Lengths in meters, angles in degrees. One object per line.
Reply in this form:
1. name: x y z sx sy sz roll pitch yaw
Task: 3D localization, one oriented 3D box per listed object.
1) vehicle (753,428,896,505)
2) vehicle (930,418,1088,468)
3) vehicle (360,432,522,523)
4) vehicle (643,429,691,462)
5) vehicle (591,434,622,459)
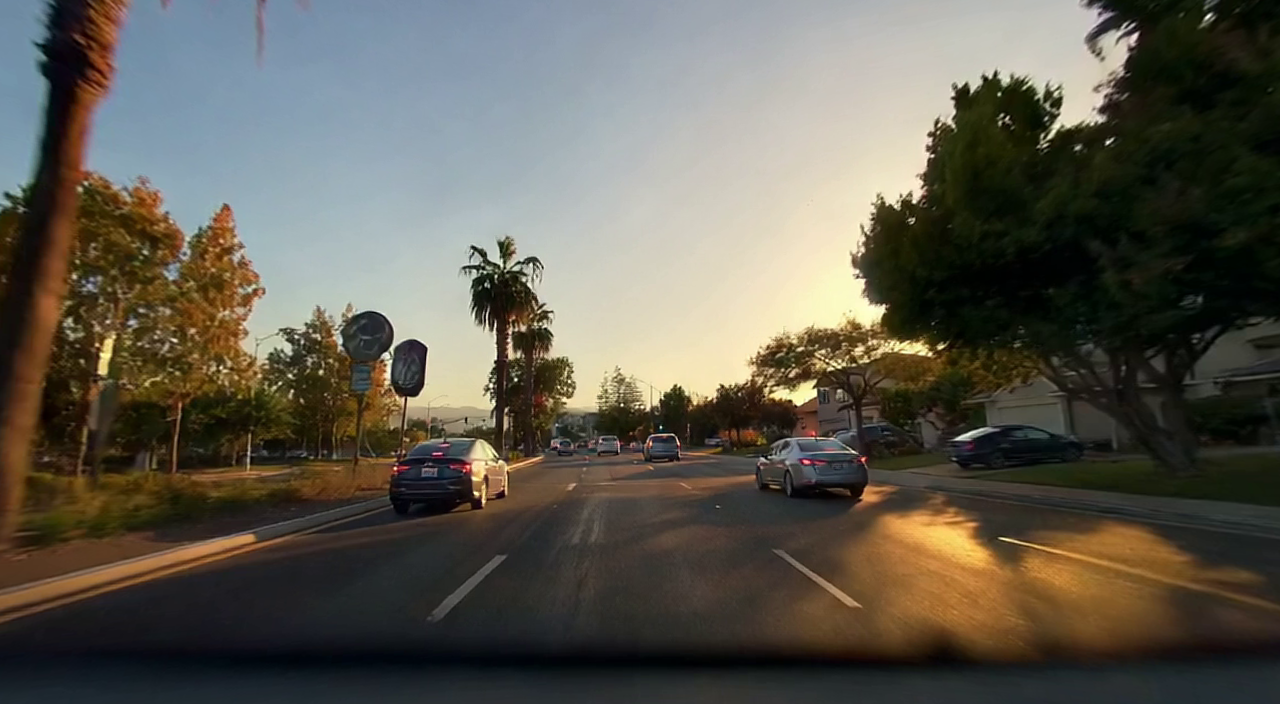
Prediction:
1. vehicle: 3.980 2.541 14.442 1.870 1.491 4.009 0 -8 -3
2. vehicle: 13.028 3.223 22.518 4.408 1.673 1.969 0 -8 -4
3. vehicle: -3.670 2.370 12.549 1.924 1.473 4.200 0 -8 -1
4. vehicle: 1.620 6.000 40.524 2.391 1.960 5.600 1 -8 -5
5. vehicle: -2.652 7.321 48.975 2.164 1.867 4.254 1 -8 -5
